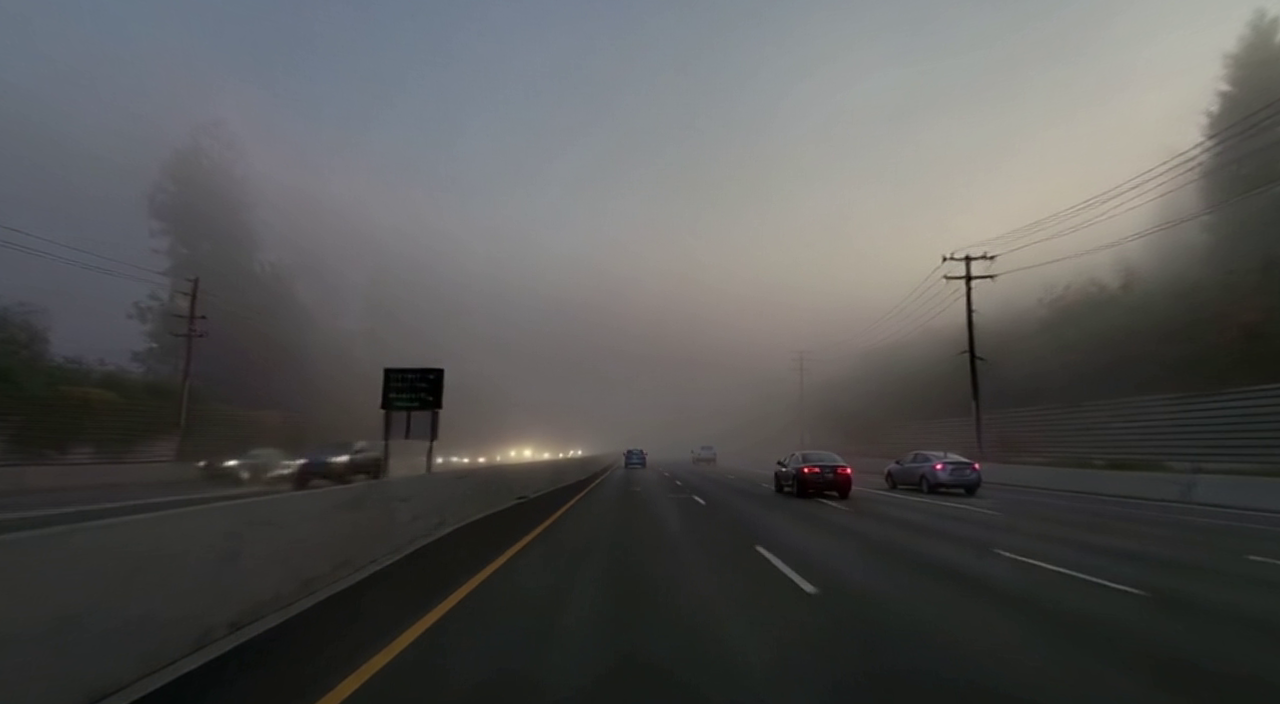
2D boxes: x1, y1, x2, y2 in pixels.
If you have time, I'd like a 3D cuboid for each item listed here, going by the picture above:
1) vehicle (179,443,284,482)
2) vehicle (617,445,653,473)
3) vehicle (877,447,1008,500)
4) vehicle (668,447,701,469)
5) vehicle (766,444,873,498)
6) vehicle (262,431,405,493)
[{"bbox_3d":[-20.514,5.559,32.045,2.009,1.788,4.848,0,-9,1],"label":"vehicle"},{"bbox_3d":[-0.289,6.146,36.627,1.993,1.506,3.883,0,-8,-1],"label":"vehicle"},{"bbox_3d":[9.551,3.841,20.438,1.969,1.506,4.422,1,-9,-2],"label":"vehicle"},{"bbox_3d":[3.089,7.452,44.655,1.981,1.480,4.316,0,-9,-1],"label":"vehicle"},{"bbox_3d":[5.537,3.720,20.223,2.069,1.520,4.614,0,-9,0],"label":"vehicle"},{"bbox_3d":[-9.662,3.501,20.463,2.359,1.762,4.575,0,-9,-1],"label":"vehicle"}]
